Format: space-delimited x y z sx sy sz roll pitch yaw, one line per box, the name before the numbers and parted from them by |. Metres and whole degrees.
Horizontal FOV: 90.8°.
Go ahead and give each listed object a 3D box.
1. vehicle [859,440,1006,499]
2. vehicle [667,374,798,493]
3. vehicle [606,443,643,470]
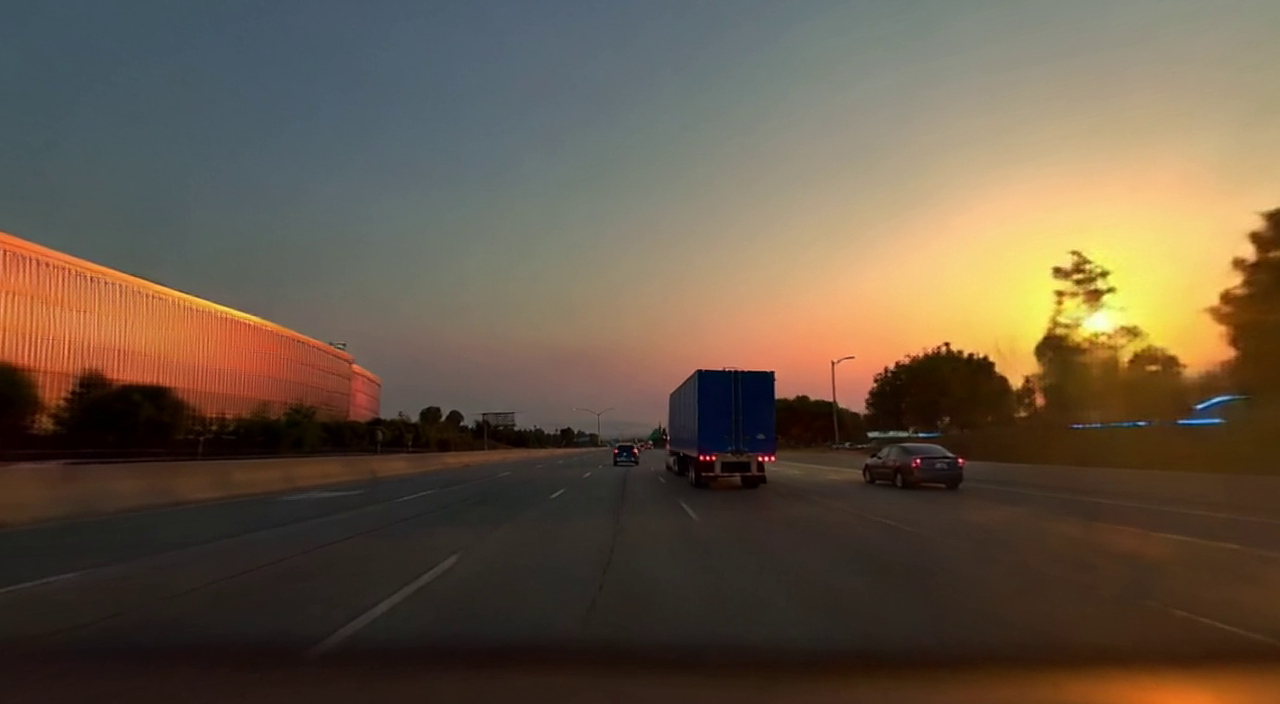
vehicle | 8.292 3.351 18.513 2.105 1.494 4.537 0 -8 0
vehicle | 2.840 3.104 23.393 2.934 3.325 10.986 0 -8 -1
vehicle | -0.851 5.891 35.720 1.929 1.395 3.999 0 -8 -1
